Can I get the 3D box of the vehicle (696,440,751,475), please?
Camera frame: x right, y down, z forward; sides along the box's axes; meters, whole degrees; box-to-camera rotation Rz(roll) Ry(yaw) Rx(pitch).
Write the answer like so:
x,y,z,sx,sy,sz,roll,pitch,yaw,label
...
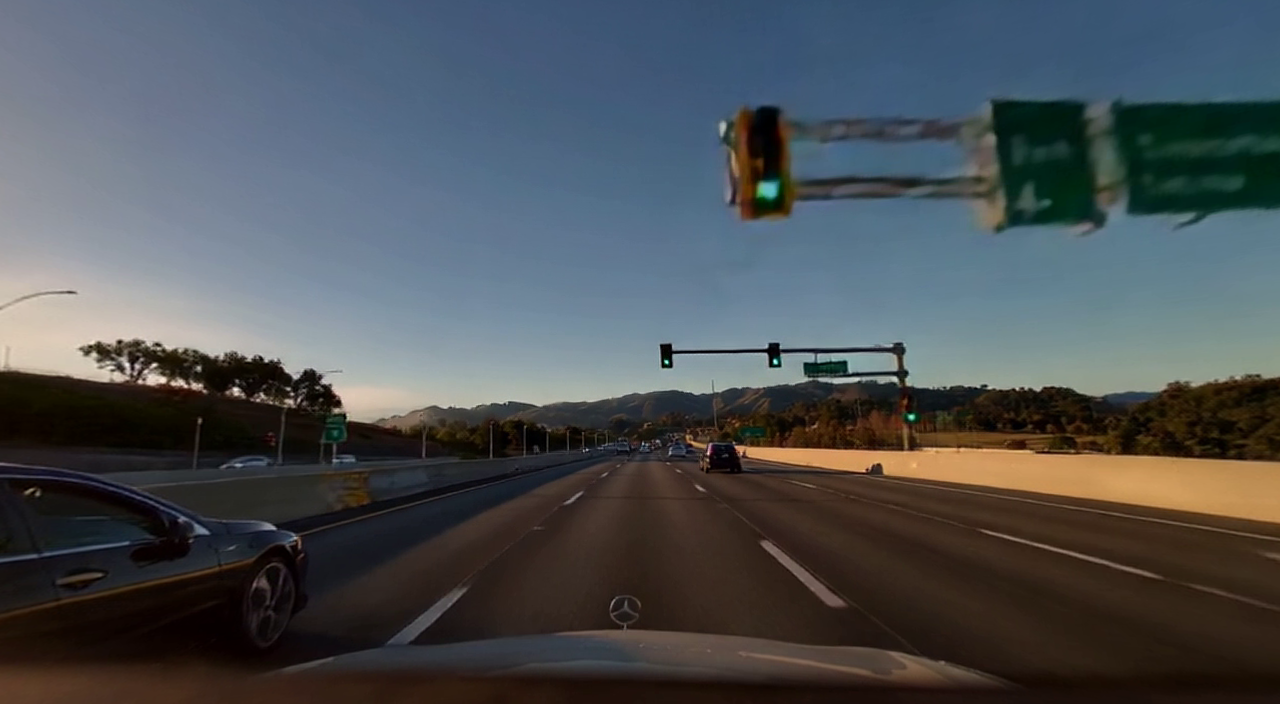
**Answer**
x,y,z,sx,sy,sz,roll,pitch,yaw,label
3.783,4.860,29.269,1.916,1.469,4.481,-1,-9,0,vehicle
